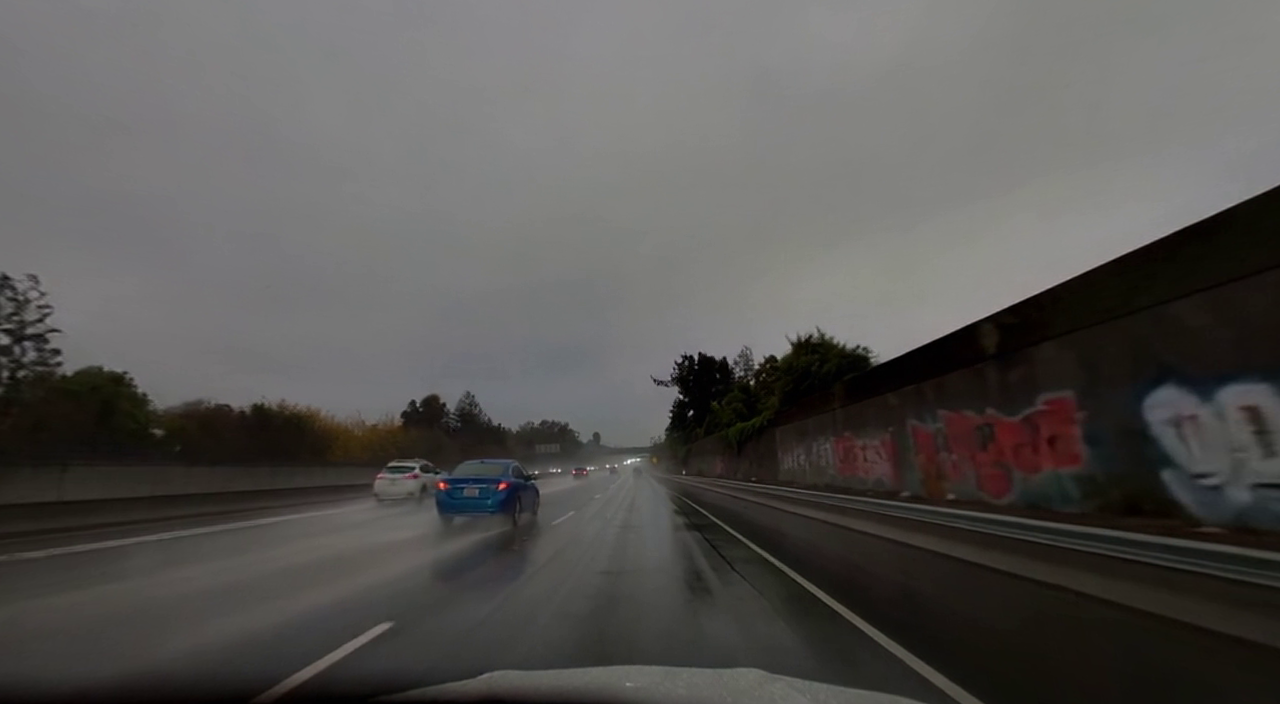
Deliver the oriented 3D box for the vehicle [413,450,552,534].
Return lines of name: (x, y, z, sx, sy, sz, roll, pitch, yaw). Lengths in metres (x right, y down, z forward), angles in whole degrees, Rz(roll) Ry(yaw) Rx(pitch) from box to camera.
vehicle: (-3.583, 3.319, 15.392, 2.173, 1.696, 4.462, 1, -10, 1)

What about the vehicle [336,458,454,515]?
vehicle: (-7.662, 4.258, 20.221, 2.037, 1.593, 4.151, 1, -10, 1)
